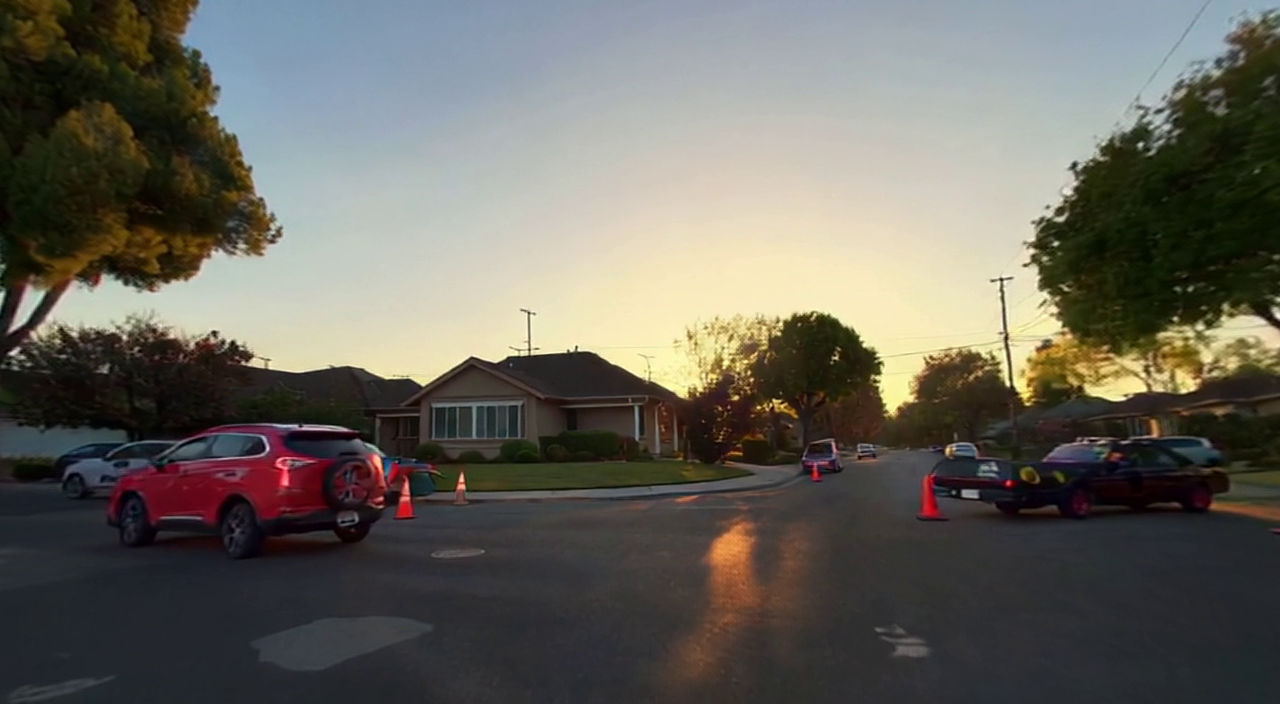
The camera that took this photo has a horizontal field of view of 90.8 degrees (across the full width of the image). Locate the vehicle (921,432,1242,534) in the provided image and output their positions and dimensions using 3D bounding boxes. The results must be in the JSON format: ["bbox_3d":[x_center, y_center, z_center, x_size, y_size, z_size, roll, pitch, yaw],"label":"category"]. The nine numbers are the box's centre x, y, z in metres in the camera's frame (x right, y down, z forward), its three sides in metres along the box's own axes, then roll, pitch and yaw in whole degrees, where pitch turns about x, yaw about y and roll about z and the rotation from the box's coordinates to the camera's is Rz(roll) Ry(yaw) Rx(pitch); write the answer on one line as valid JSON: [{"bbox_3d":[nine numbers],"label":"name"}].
[{"bbox_3d":[8.045,2.333,11.768,4.656,1.577,2.099,1,-8,-10],"label":"vehicle"}]

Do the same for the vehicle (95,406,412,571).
[{"bbox_3d":[-5.544,1.785,8.997,4.094,1.748,2.350,-6,-10,36],"label":"vehicle"}]

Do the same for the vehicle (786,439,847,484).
[{"bbox_3d":[7.686,4.656,27.207,2.014,1.742,4.297,-3,-9,22],"label":"vehicle"}]
